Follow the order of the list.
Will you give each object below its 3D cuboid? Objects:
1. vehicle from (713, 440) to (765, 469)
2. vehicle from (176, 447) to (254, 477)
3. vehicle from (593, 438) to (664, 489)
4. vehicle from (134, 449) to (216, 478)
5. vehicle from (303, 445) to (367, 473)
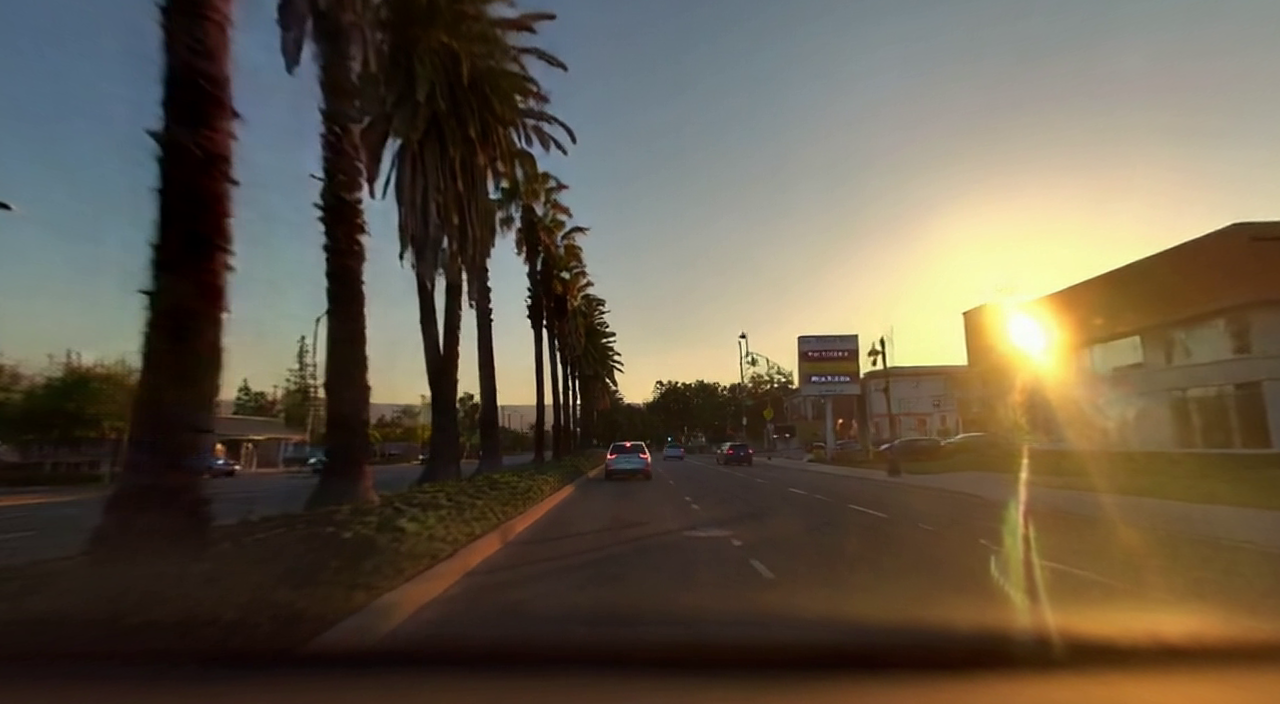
[{"bbox_3d":[5.885,6.206,38.260,2.244,1.618,4.585,0,-9,-2],"label":"vehicle"},{"bbox_3d":[-27.017,6.975,40.319,1.934,1.736,4.341,0,-9,-1],"label":"vehicle"},{"bbox_3d":[-0.349,3.602,20.756,2.106,1.496,3.964,0,-9,0],"label":"vehicle"},{"bbox_3d":[-29.833,7.129,40.690,2.011,1.753,4.066,0,-9,2],"label":"vehicle"},{"bbox_3d":[-19.293,6.762,40.223,2.021,1.666,4.247,0,-9,-1],"label":"vehicle"}]
